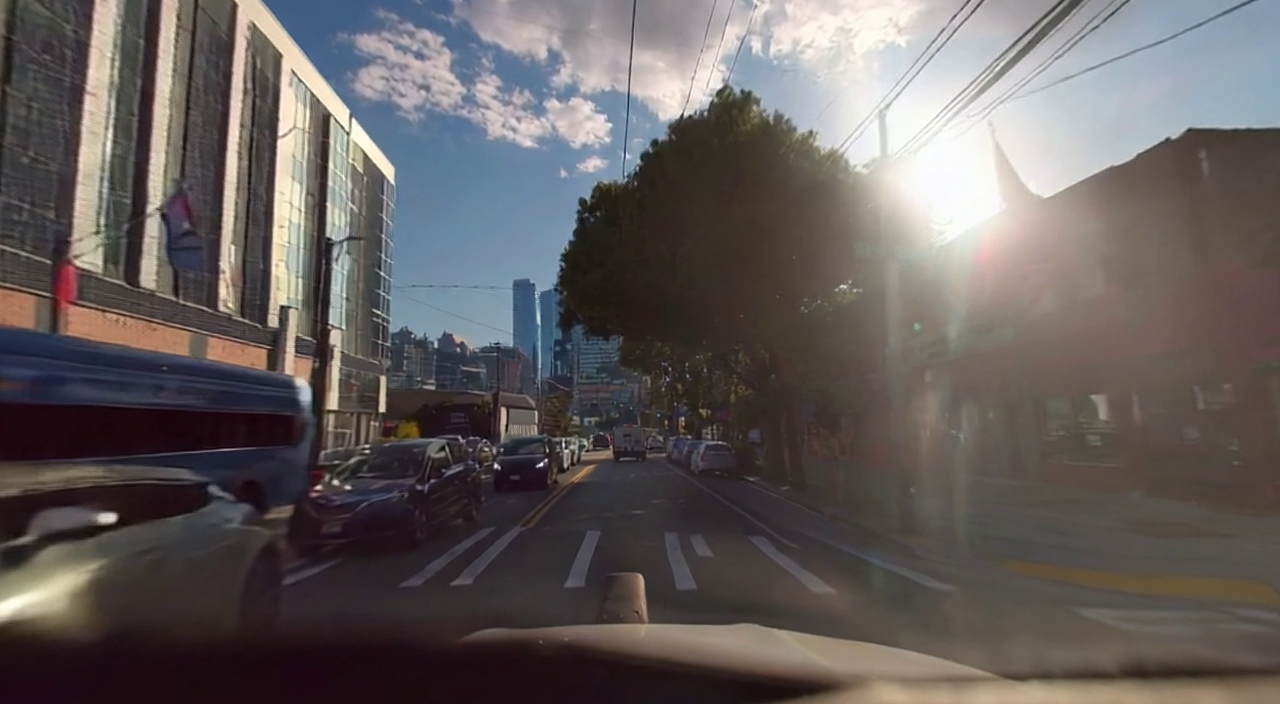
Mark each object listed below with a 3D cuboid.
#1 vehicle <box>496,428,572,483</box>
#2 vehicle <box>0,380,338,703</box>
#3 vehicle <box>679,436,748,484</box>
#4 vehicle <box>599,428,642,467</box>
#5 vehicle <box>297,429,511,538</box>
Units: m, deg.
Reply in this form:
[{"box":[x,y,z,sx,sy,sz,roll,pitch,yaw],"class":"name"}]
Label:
[{"box":[-3.661,3.647,22.577,1.983,1.727,4.294,0,-8,-1],"class":"vehicle"},{"box":[-3.437,1.032,3.081,2.026,1.616,4.109,0,-8,-3],"class":"vehicle"},{"box":[2.662,4.002,23.789,1.934,1.633,4.271,0,-8,-2],"class":"vehicle"},{"box":[-1.047,5.033,33.483,2.127,1.893,4.194,0,-8,-2],"class":"vehicle"},{"box":[-3.888,2.207,11.255,1.990,1.568,3.885,-1,-8,6],"class":"vehicle"}]
